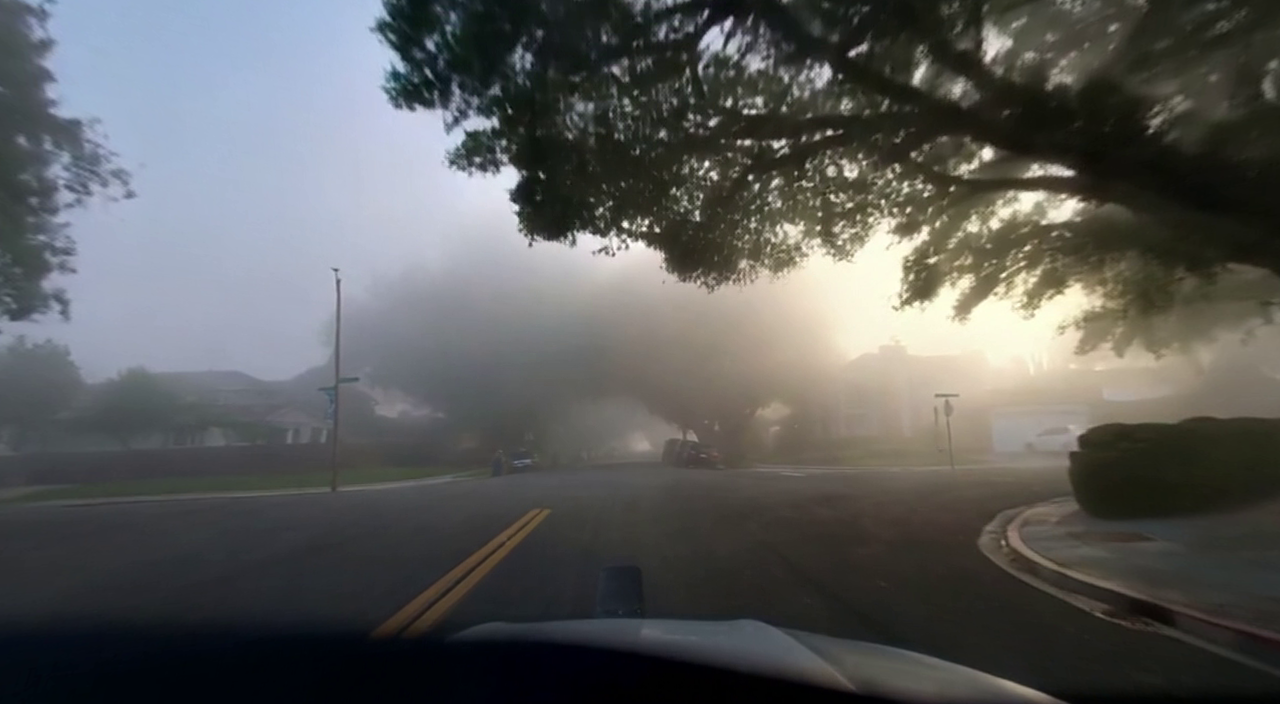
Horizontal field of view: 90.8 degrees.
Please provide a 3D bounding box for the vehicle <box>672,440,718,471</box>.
[{"bbox_3d":[2.892,5.504,33.811,1.881,1.487,4.183,0,-8,-3],"label":"vehicle"}]

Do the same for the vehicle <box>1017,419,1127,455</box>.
[{"bbox_3d":[19.441,3.892,28.716,1.839,1.466,4.486,1,-8,1],"label":"vehicle"}]
